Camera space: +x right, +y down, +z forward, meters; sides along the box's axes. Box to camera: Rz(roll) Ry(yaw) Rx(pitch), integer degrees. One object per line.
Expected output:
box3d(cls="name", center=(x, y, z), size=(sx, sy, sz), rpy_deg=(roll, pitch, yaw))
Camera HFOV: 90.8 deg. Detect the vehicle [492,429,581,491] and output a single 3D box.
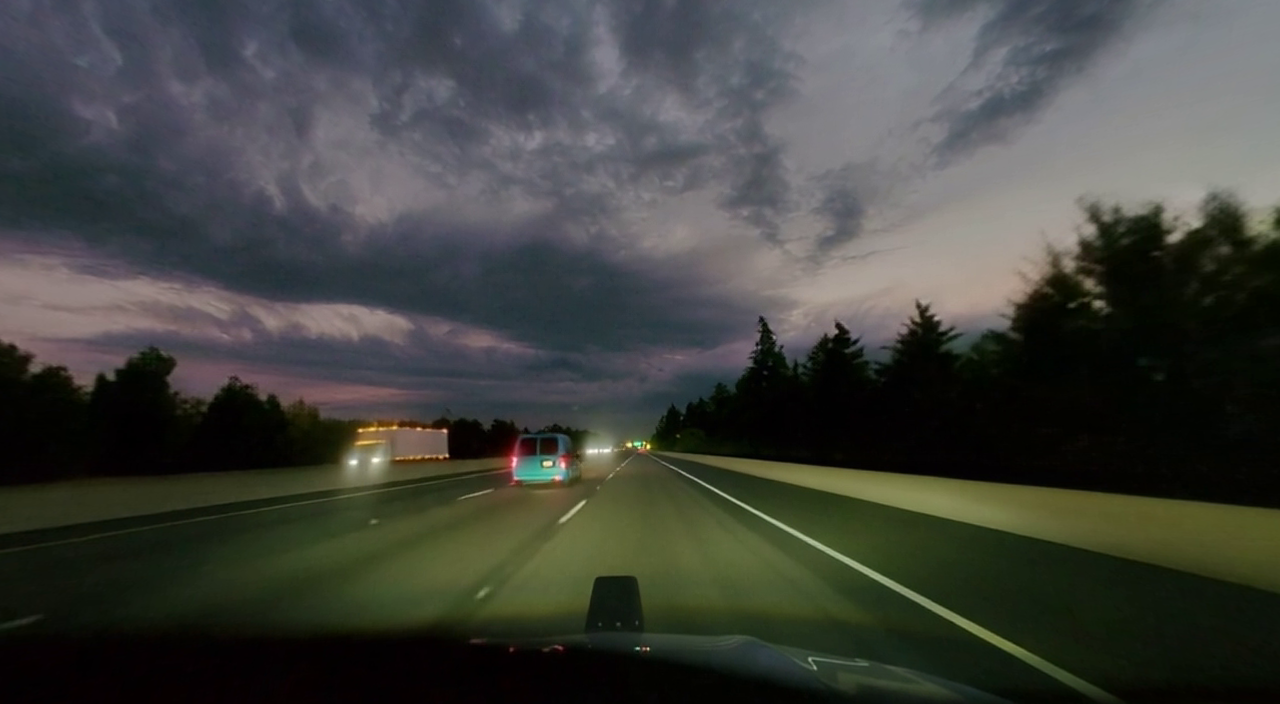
box3d(cls="vehicle", center=(-3.605, 3.913, 23.227), size=(2.349, 1.973, 5.419), rpy_deg=(0, -9, 0))
